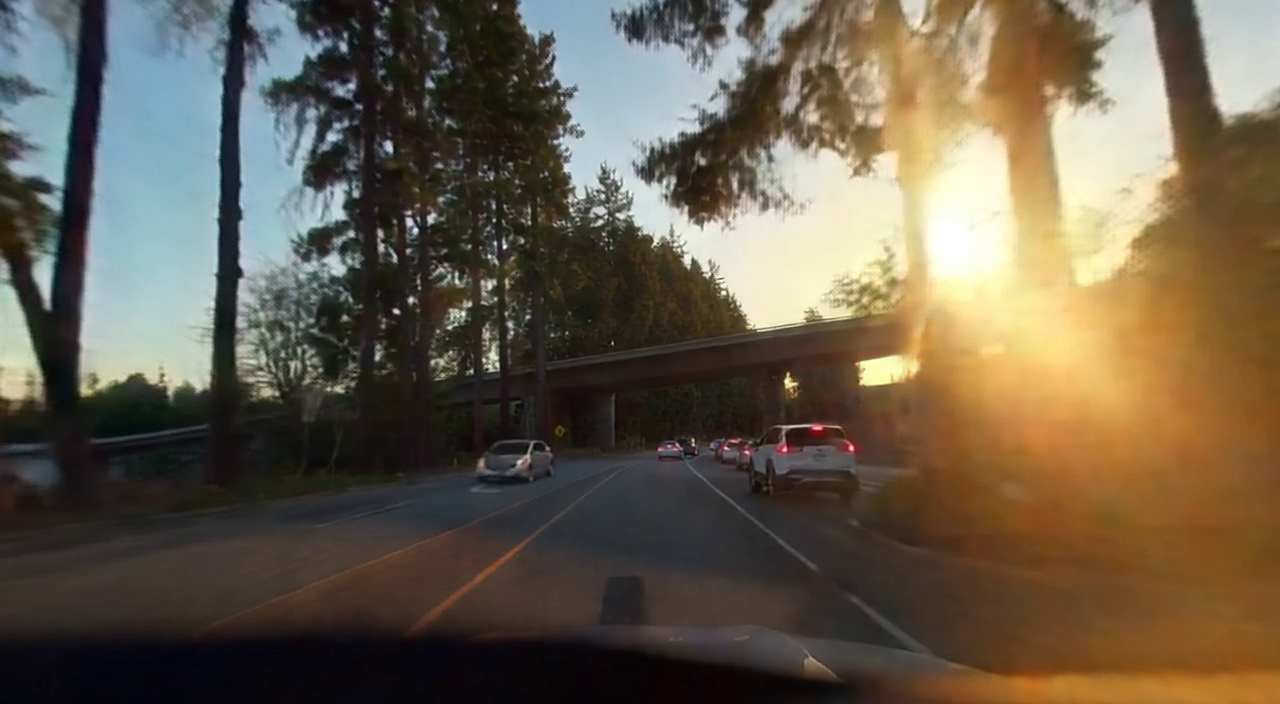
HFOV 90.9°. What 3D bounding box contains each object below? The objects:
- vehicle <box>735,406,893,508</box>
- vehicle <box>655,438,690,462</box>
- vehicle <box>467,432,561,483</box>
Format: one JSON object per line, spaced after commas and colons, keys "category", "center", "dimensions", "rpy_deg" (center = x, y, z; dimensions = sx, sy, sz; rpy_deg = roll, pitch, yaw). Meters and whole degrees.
{"category": "vehicle", "center": [3.719, 2.372, 14.637], "dimensions": [2.273, 1.944, 4.866], "rpy_deg": [0, -8, 0]}
{"category": "vehicle", "center": [2.248, 6.543, 42.130], "dimensions": [2.078, 1.506, 4.058], "rpy_deg": [-1, -8, 6]}
{"category": "vehicle", "center": [-4.127, 3.532, 21.420], "dimensions": [2.009, 1.527, 4.119], "rpy_deg": [-1, -8, 6]}
